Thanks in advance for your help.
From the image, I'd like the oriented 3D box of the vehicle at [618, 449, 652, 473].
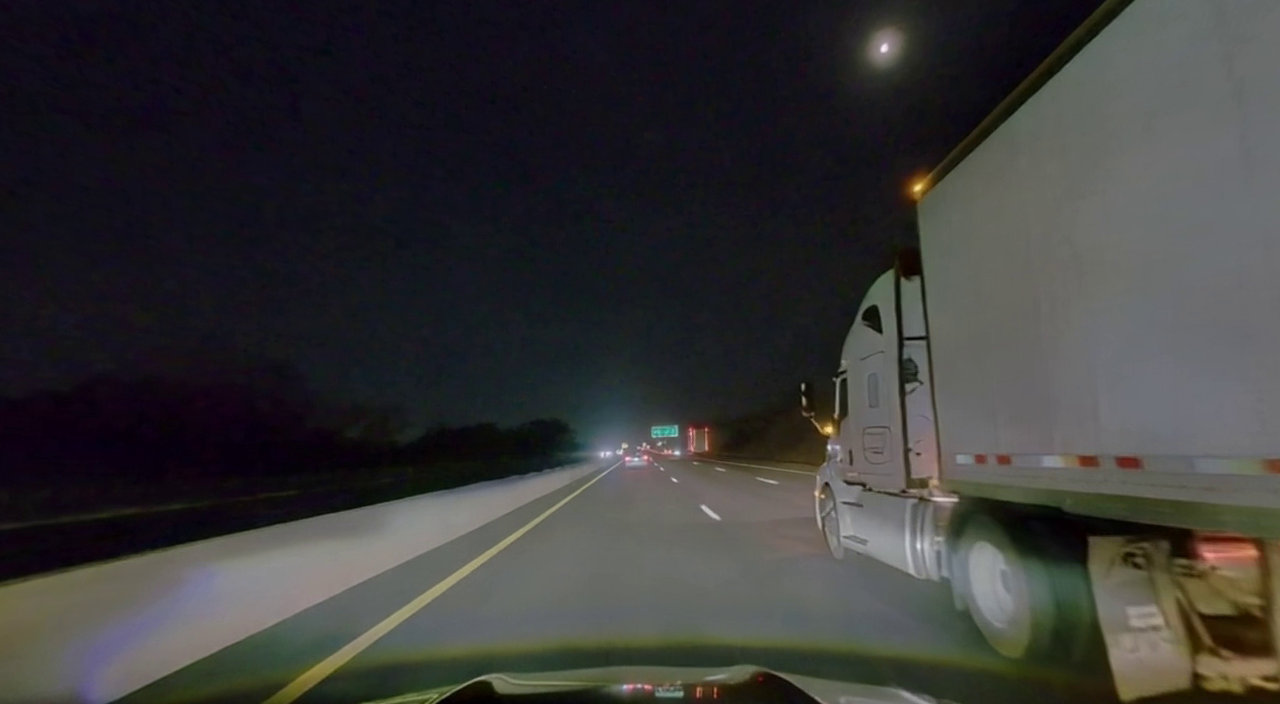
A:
[{"bbox_3d":[-0.362,7.107,41.196,2.083,1.473,3.923,0,-9,-1],"label":"vehicle"}]
